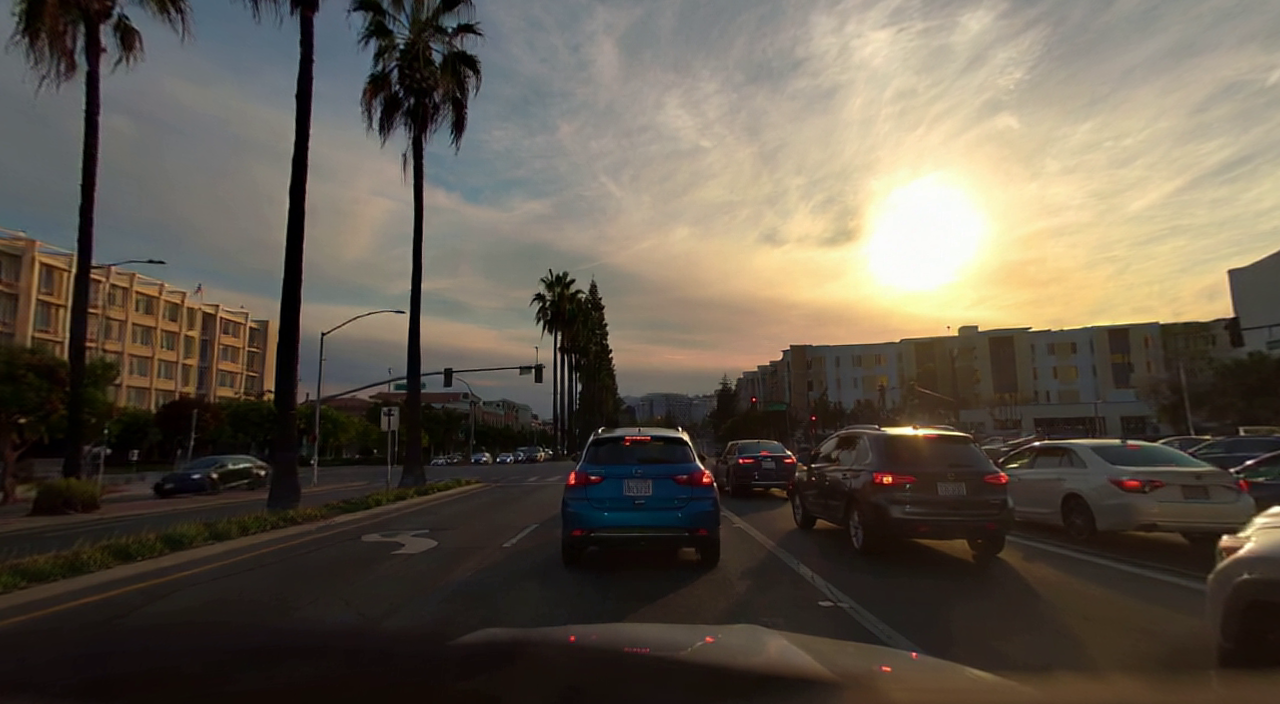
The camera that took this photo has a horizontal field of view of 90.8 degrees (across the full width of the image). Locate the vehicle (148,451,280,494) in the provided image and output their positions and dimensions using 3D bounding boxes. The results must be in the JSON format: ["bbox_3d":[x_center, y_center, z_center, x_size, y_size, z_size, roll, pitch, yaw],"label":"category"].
[{"bbox_3d":[-16.193,4.588,24.382,2.021,1.464,4.505,0,-9,-2],"label":"vehicle"}]

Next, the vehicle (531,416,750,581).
[{"bbox_3d":[0.001,1.710,8.123,2.083,1.572,4.021,0,-9,0],"label":"vehicle"}]

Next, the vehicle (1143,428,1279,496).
[{"bbox_3d":[18.056,3.201,18.493,4.786,1.848,2.107,0,-9,-1],"label":"vehicle"}]

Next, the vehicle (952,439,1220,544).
[{"bbox_3d":[7.367,2.296,11.061,1.832,1.477,3.981,0,-9,2],"label":"vehicle"}]

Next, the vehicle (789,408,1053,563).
[{"bbox_3d":[3.663,1.818,9.253,1.947,1.725,4.159,0,-9,0],"label":"vehicle"}]
